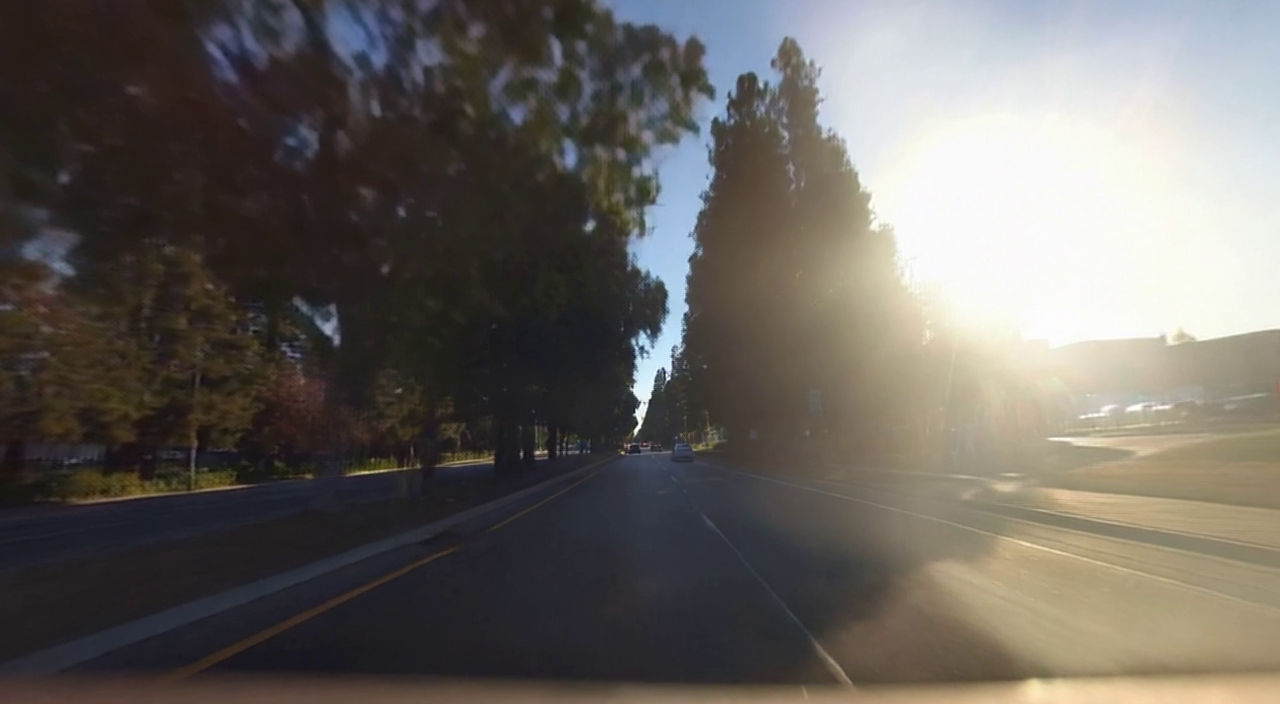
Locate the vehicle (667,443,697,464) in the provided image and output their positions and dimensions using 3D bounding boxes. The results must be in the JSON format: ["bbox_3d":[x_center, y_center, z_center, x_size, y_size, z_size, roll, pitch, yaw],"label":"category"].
[{"bbox_3d":[3.200,7.801,48.657,1.925,1.488,4.271,0,-8,-1],"label":"vehicle"}]
